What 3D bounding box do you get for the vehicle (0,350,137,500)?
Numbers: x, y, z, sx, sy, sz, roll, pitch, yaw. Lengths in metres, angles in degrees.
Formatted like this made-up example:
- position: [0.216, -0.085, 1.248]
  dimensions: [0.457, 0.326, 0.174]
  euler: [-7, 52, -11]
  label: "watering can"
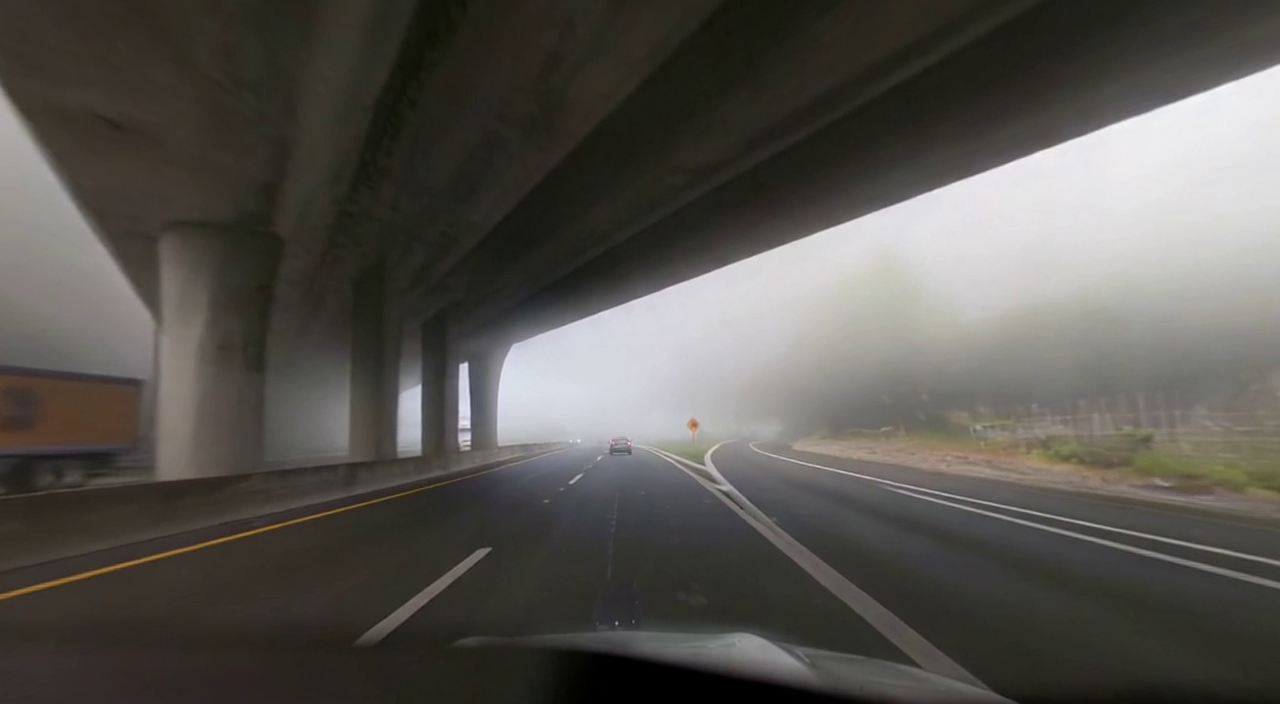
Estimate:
- position: [-18.419, 1.655, 14.592]
  dimensions: [2.869, 3.964, 13.316]
  euler: [0, -8, -1]
  label: "vehicle"
